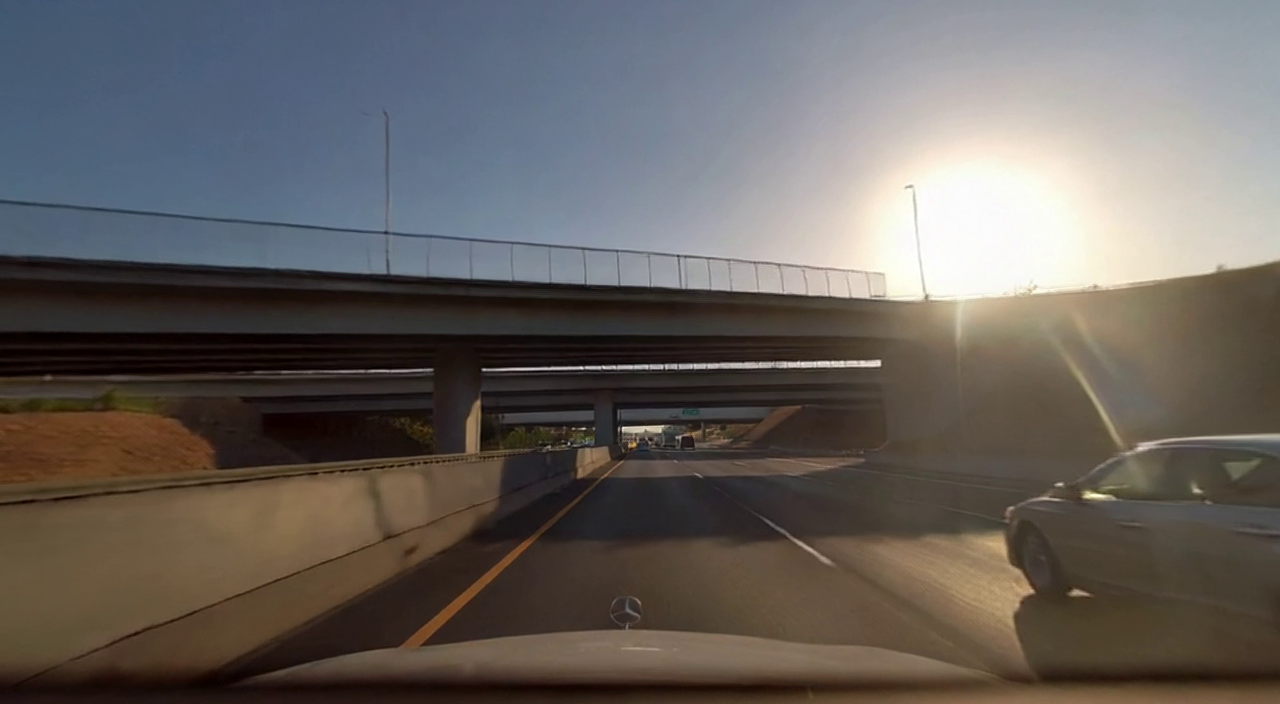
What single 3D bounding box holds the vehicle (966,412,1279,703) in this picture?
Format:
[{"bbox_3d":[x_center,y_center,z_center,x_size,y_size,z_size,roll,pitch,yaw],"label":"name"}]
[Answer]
[{"bbox_3d":[3.607,1.053,3.337,1.683,1.400,3.868,0,-8,0],"label":"vehicle"}]
